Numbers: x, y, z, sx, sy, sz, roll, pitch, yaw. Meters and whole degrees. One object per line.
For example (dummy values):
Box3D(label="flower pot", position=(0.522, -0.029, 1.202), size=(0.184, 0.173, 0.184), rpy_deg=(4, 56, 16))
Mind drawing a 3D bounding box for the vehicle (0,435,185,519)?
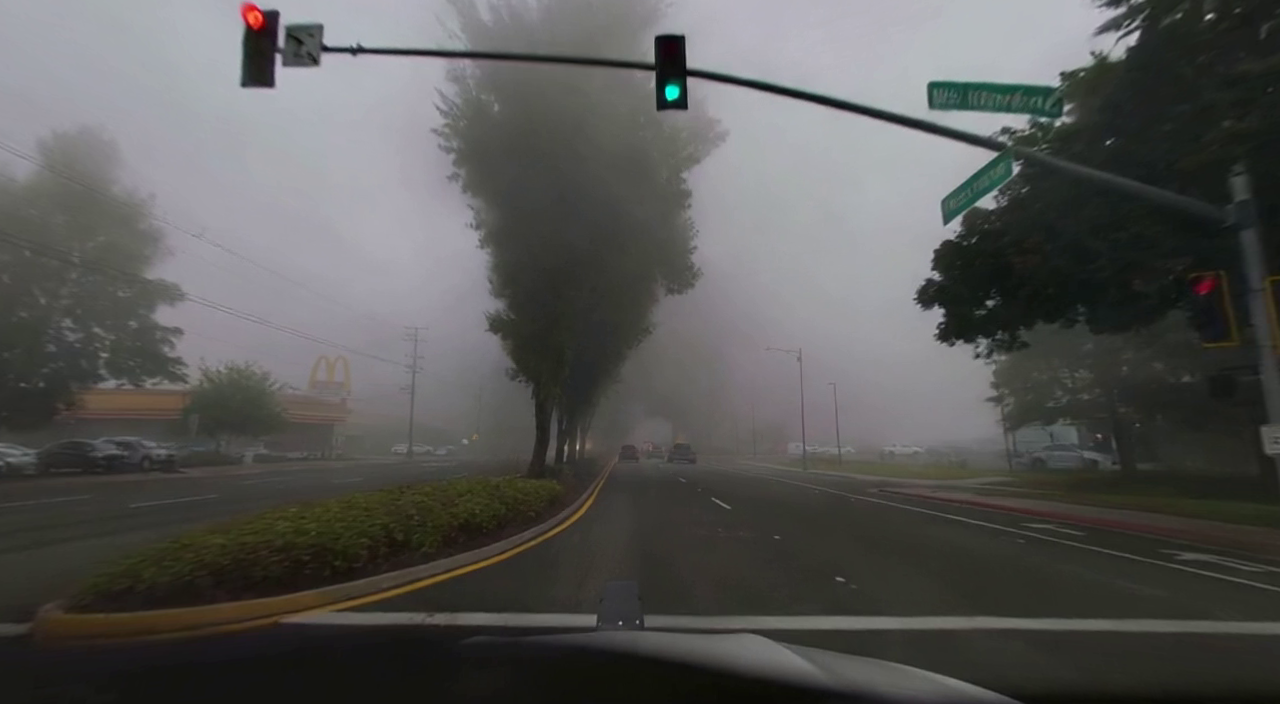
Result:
Box3D(label="vehicle", position=(-13.230, 2.766, 14.596), size=(2.012, 1.621, 4.417), rpy_deg=(0, -8, 1))

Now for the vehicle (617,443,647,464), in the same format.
Box3D(label="vehicle", position=(-0.624, 7.646, 47.901), size=(2.152, 1.499, 4.118), rpy_deg=(0, -8, -1))

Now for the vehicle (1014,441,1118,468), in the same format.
Box3D(label="vehicle", position=(24.916, 5.975, 37.126), size=(2.066, 1.467, 4.486), rpy_deg=(5, -10, -31))
